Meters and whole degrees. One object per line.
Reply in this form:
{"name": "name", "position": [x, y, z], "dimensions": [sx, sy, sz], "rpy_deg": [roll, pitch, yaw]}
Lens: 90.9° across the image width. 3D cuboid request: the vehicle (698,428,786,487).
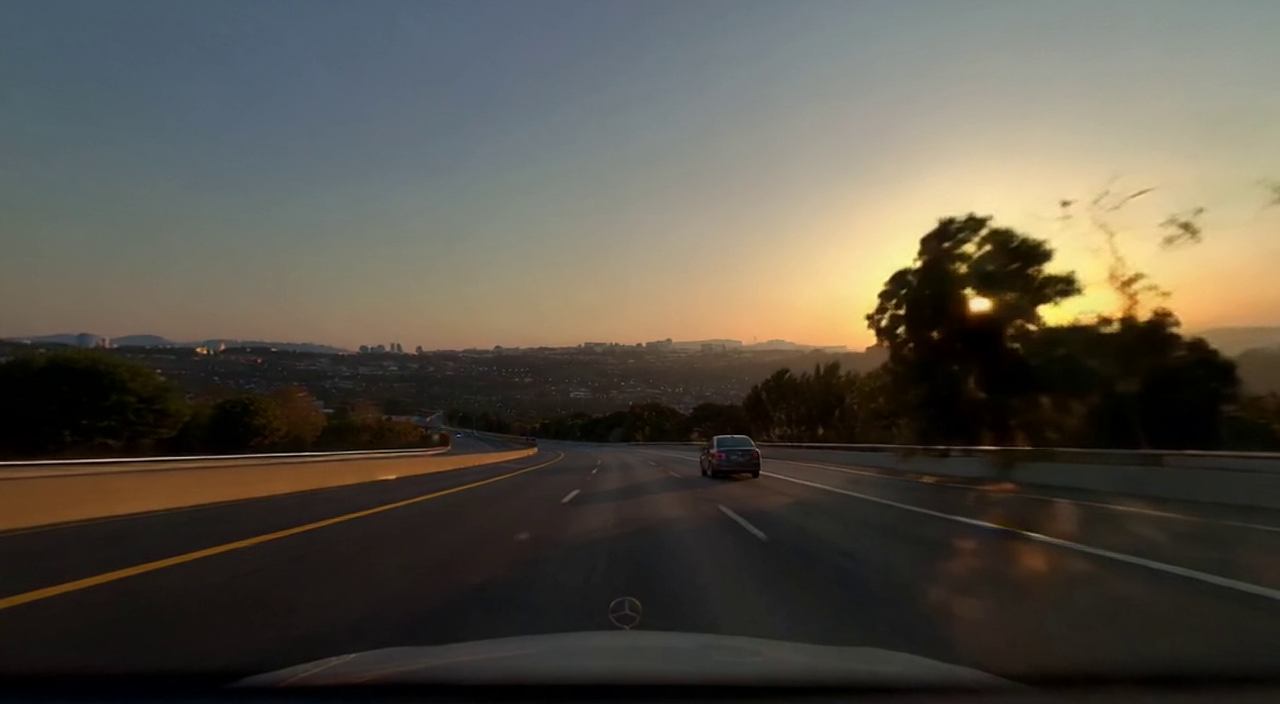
{"name": "vehicle", "position": [3.183, 3.401, 20.602], "dimensions": [2.059, 1.715, 4.192], "rpy_deg": [0, -8, -2]}
